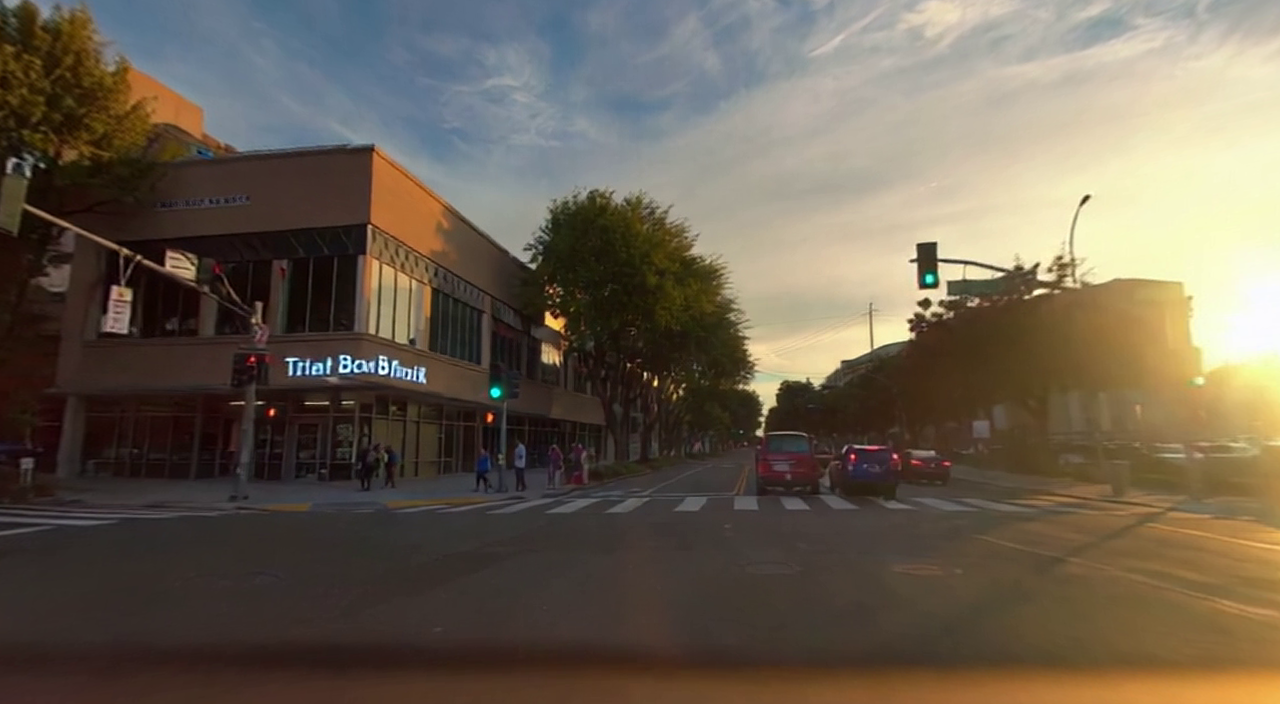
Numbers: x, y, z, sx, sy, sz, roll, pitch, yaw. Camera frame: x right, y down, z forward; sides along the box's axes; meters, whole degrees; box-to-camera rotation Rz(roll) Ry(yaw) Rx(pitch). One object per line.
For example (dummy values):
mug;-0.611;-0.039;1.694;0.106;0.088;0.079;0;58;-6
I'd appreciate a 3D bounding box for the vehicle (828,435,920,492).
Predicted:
vehicle;7.907;3.771;21.807;2.048;1.725;4.754;-1;-8;9

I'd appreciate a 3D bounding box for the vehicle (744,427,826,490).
vehicle;5.002;3.727;22.526;2.390;1.948;5.344;-1;-8;9

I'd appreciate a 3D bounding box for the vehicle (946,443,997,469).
vehicle;23.257;7.281;44.383;1.886;1.687;4.268;-2;-8;10

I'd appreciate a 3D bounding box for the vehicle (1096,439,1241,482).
vehicle;21.365;4.380;25.711;1.924;1.579;4.084;2;-8;-12

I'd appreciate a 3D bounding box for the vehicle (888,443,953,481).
vehicle;13.230;5.166;29.990;1.792;1.682;4.089;-1;-8;9
